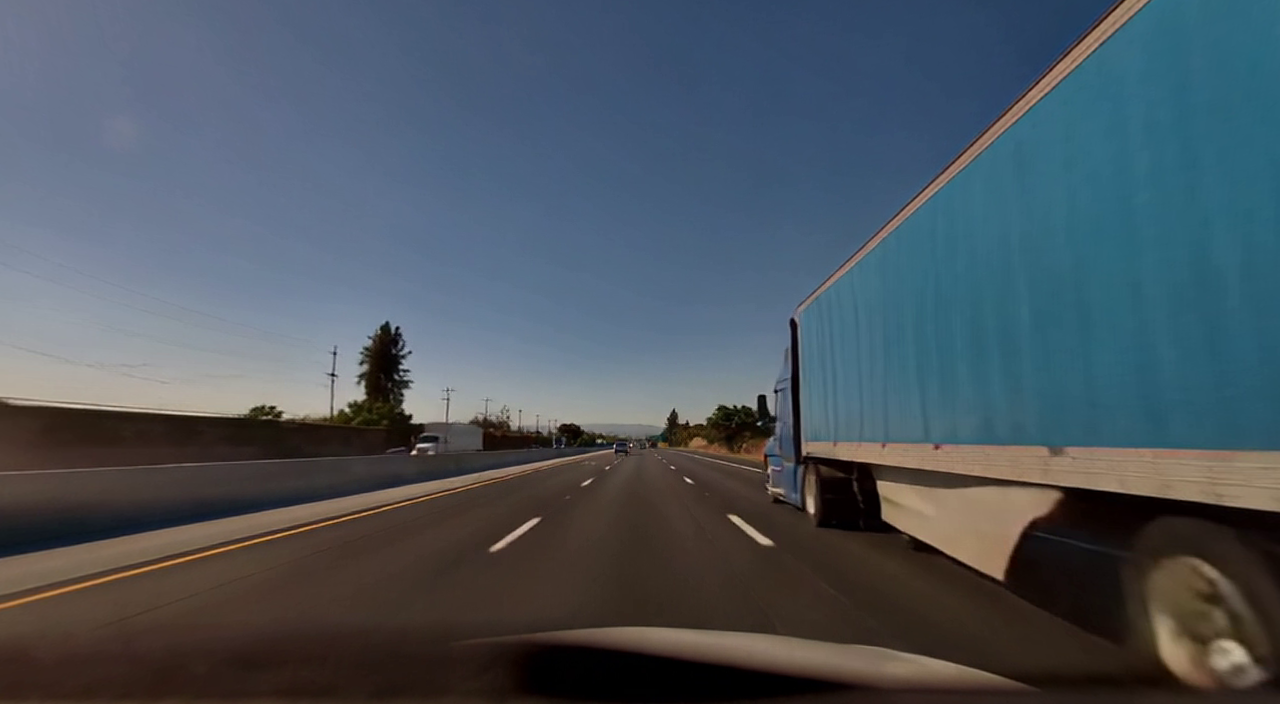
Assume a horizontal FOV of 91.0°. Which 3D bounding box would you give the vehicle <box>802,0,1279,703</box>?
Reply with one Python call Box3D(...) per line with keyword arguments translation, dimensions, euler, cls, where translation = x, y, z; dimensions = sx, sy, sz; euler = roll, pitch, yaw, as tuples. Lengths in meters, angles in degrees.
Box3D(translation=(4.035, 0.004, 4.028), dimensions=(2.870, 3.768, 11.872), euler=(0, -8, 0), cls="vehicle")
